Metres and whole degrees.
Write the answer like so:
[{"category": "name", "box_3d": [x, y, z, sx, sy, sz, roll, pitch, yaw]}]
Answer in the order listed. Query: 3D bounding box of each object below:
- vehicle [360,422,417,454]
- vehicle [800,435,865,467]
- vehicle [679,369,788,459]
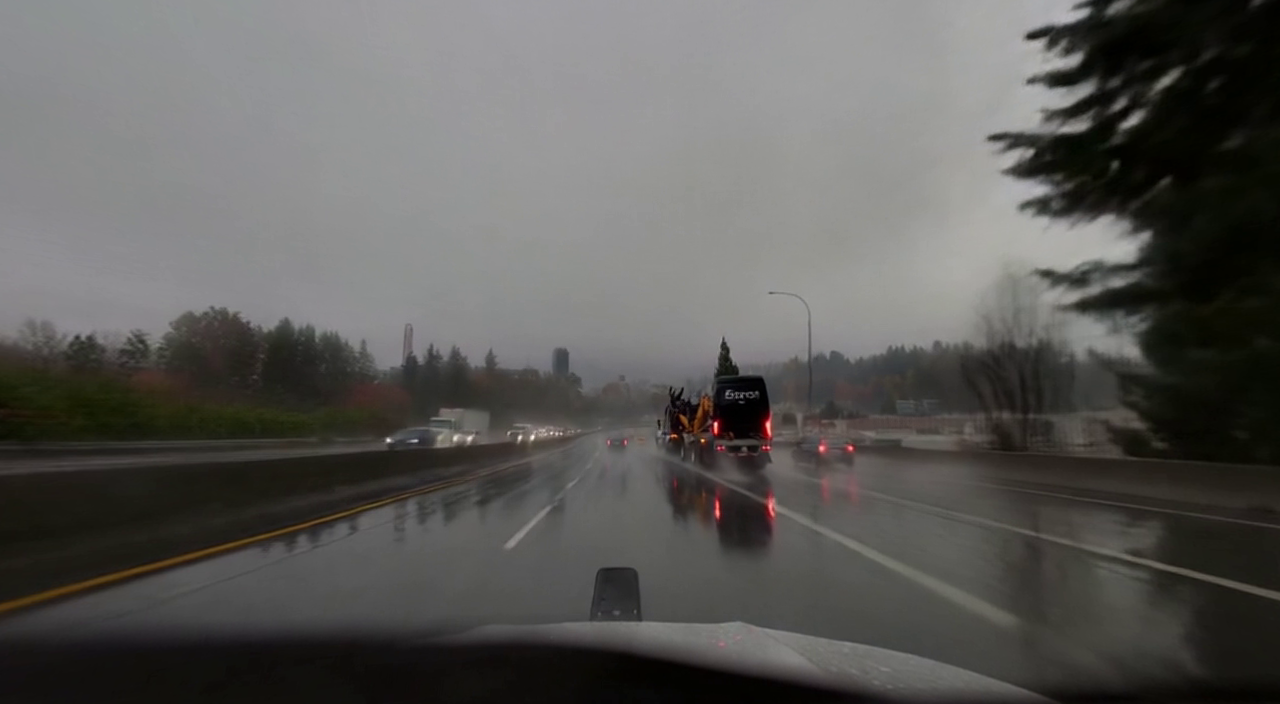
[{"category": "vehicle", "box_3d": [-15.999, 5.505, 40.311, 1.972, 1.861, 4.180, 0, -8, -2]}, {"category": "vehicle", "box_3d": [9.361, 4.842, 31.028, 1.820, 1.469, 4.257, 0, -8, -1]}, {"category": "vehicle", "box_3d": [3.598, 2.751, 26.529, 2.833, 3.180, 8.004, 1, -8, -4]}]
